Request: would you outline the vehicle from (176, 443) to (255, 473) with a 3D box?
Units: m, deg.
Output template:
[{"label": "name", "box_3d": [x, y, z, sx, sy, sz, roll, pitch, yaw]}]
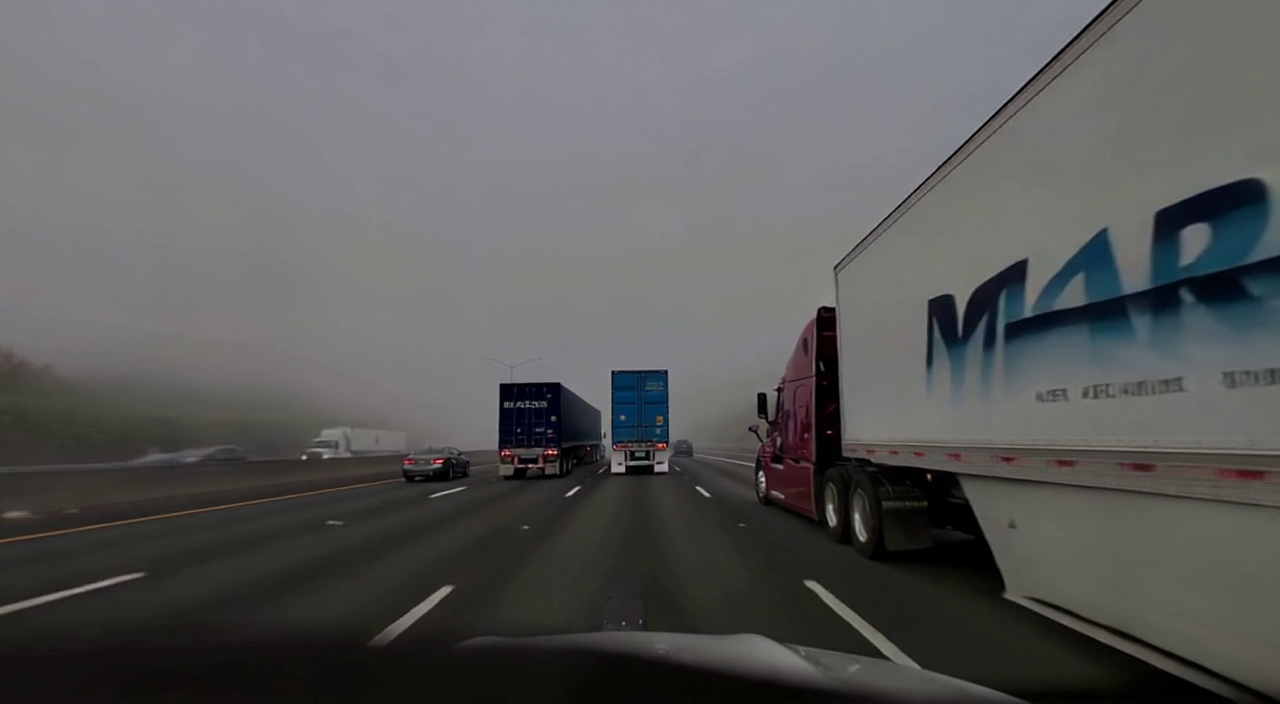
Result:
[{"label": "vehicle", "box_3d": [-20.213, 5.047, 30.177, 1.435, 1.333, 3.228, 0, -8, 1]}]

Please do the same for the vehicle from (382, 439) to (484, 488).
[{"label": "vehicle", "box_3d": [-6.844, 3.719, 21.429, 1.916, 1.465, 4.451, 0, -8, 1]}]

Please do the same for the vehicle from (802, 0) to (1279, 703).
[{"label": "vehicle", "box_3d": [4.322, -0.092, 4.135, 2.887, 4.178, 14.553, 0, -8, 1]}]

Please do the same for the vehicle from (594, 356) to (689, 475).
[{"label": "vehicle", "box_3d": [0.092, 3.470, 29.790, 3.097, 3.856, 18.209, -1, -9, 0]}]

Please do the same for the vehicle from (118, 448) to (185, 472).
[{"label": "vehicle", "box_3d": [-31.712, 7.003, 41.043, 1.569, 1.389, 3.433, 0, -8, 1]}]

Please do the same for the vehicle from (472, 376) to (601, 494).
[{"label": "vehicle", "box_3d": [-3.216, 3.083, 23.083, 2.786, 3.228, 11.082, 0, -8, 0]}]
